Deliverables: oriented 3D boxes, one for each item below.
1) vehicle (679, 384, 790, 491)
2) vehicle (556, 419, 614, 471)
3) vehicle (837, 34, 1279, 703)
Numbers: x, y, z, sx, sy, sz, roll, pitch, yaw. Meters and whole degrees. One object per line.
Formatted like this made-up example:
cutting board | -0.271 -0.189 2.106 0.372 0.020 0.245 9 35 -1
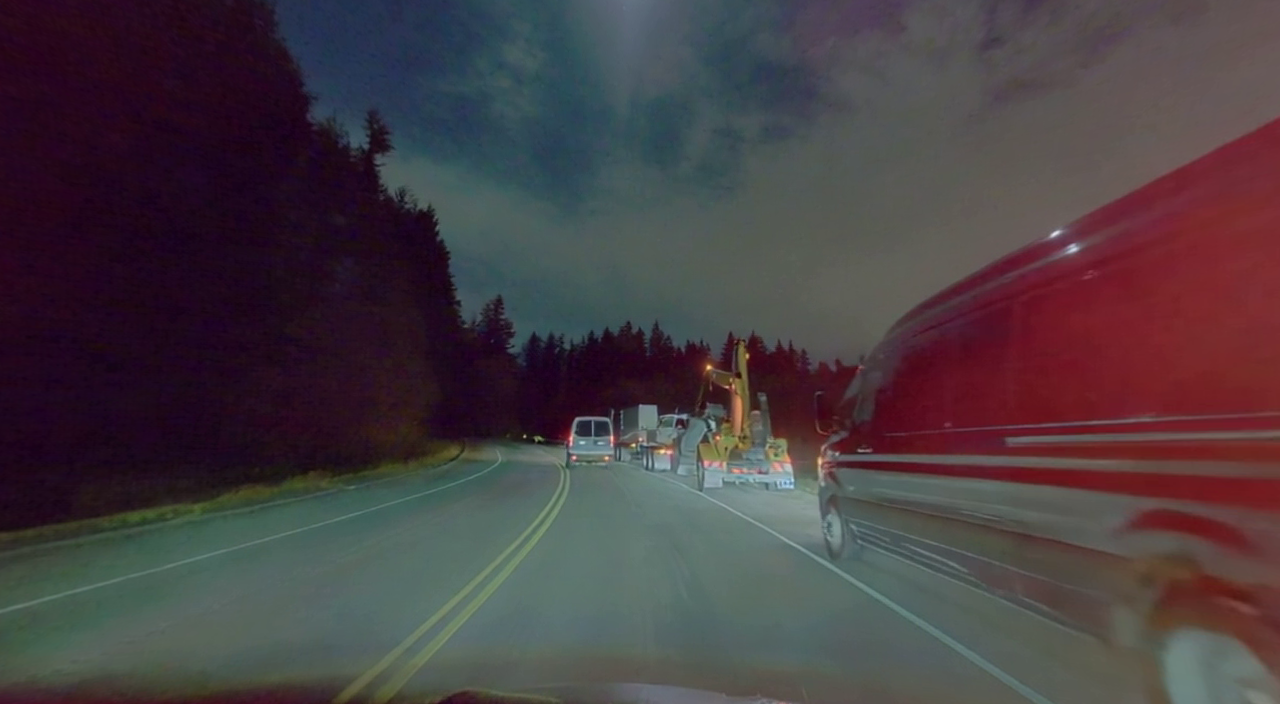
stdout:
vehicle | 2.871 2.768 20.406 2.703 3.066 4.047 1 -8 -3
vehicle | -2.721 4.427 30.033 2.362 2.223 4.892 2 -9 -9
vehicle | 4.560 0.544 5.331 3.126 3.310 8.534 0 -8 1
